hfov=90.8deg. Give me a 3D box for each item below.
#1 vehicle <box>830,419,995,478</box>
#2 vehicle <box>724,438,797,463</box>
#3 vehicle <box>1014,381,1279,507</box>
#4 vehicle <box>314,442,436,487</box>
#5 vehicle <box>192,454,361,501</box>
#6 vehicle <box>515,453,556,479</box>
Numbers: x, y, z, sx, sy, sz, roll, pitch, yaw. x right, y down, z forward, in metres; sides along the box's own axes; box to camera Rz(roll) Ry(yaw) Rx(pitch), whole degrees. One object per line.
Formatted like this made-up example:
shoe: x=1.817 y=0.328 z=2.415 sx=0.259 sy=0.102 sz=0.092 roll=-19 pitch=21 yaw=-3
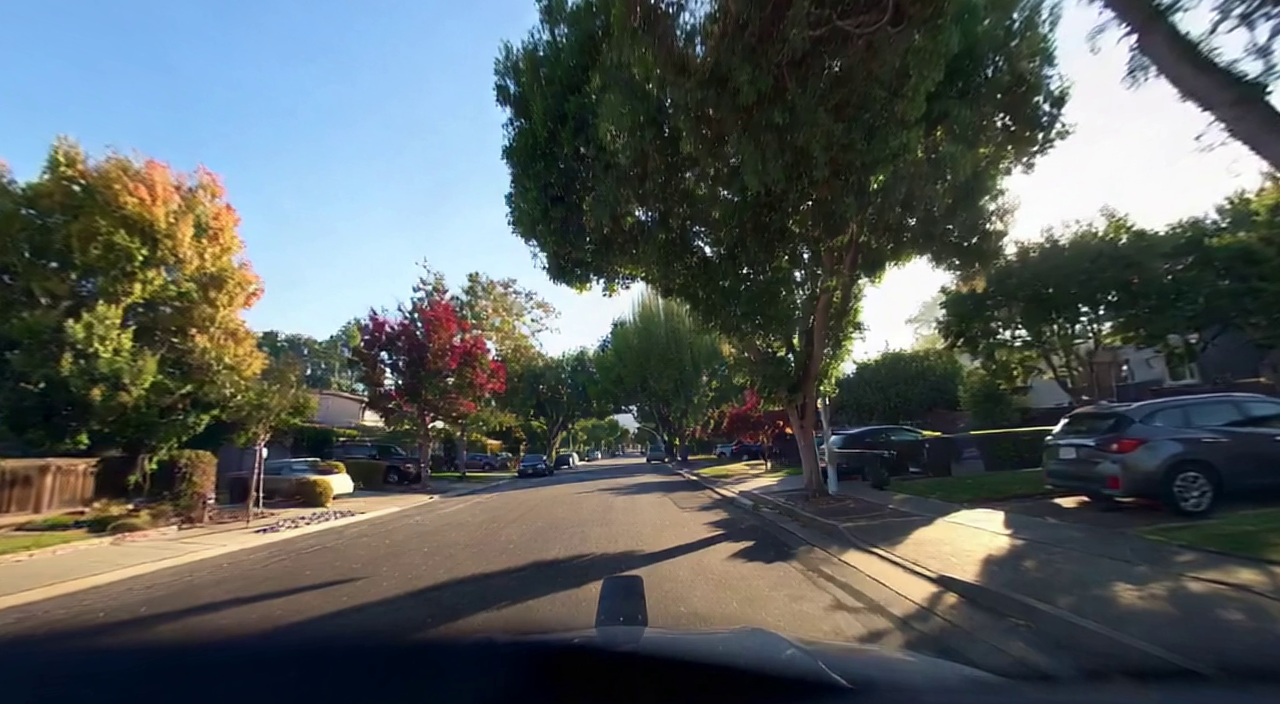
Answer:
vehicle: x=8.527 y=3.044 z=20.071 sx=4.334 sy=1.750 sz=1.900 roll=0 pitch=-9 yaw=-2
vehicle: x=8.301 y=6.811 z=43.742 sx=4.599 sy=1.652 sz=1.903 roll=0 pitch=-9 yaw=-3
vehicle: x=8.681 y=1.388 z=9.576 sx=4.732 sy=1.707 sz=1.898 roll=0 pitch=-9 yaw=2
vehicle: x=-12.406 y=5.272 z=29.848 sx=4.753 sy=2.028 sz=2.079 roll=0 pitch=-9 yaw=0
vehicle: x=-12.114 y=4.191 z=21.318 sx=4.476 sy=1.476 sz=1.877 roll=0 pitch=-9 yaw=-2
vehicle: x=-6.389 y=6.998 z=38.907 sx=1.878 sy=1.496 sz=3.535 roll=0 pitch=-9 yaw=0
